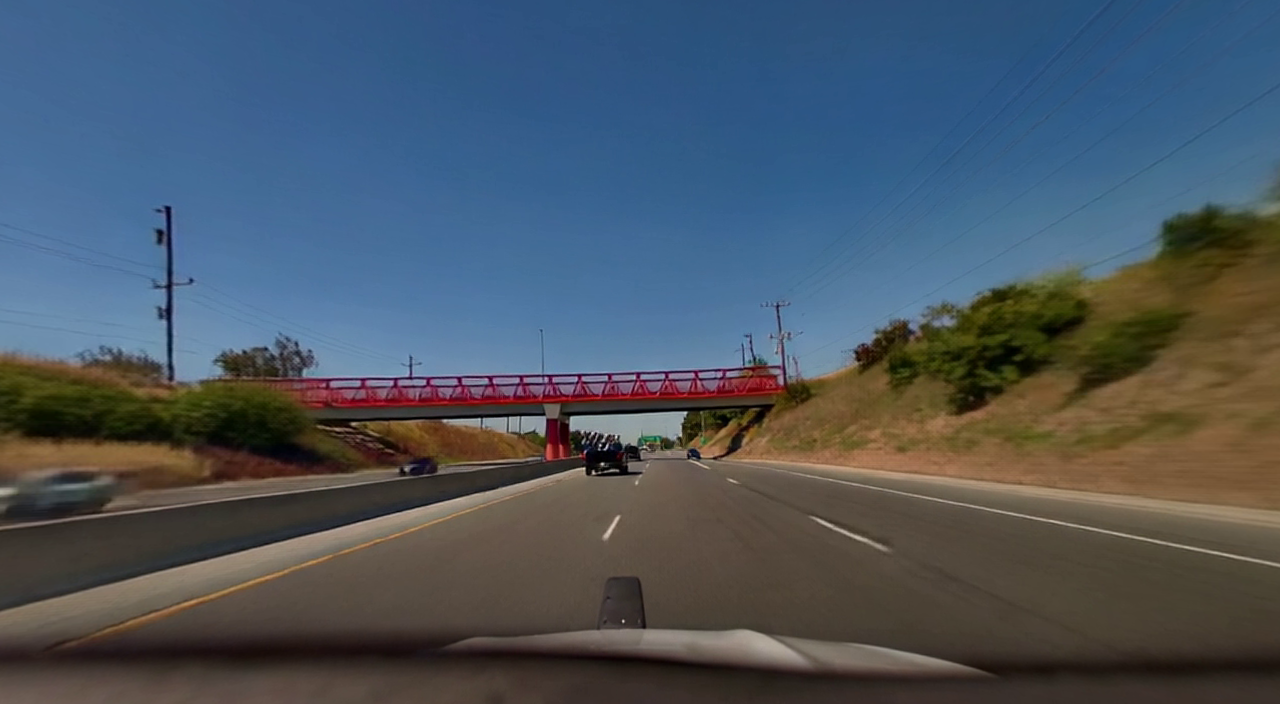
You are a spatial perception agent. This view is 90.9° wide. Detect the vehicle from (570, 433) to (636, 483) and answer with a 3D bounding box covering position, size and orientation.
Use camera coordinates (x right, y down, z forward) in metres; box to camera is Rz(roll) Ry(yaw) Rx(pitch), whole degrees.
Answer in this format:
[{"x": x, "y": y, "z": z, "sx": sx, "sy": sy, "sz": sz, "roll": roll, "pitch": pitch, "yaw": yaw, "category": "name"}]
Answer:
[{"x": -1.474, "y": 4.610, "z": 27.603, "sx": 2.369, "sy": 1.948, "sz": 5.343, "roll": 0, "pitch": -9, "yaw": 2, "category": "vehicle"}]
